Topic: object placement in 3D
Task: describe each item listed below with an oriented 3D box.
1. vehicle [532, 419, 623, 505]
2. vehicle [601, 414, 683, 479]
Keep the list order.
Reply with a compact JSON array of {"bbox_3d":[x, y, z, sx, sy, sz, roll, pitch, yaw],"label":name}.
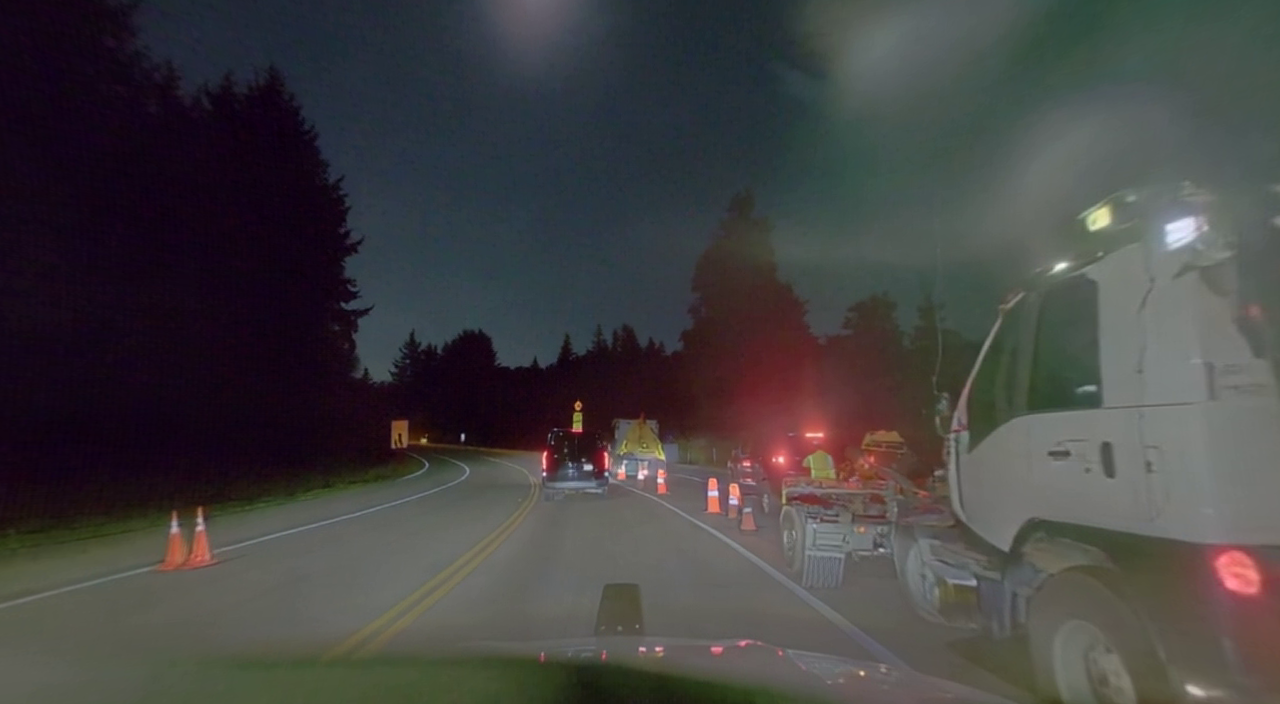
[{"bbox_3d":[-1.966,3.252,19.069,2.362,2.223,4.892,1,-9,-8],"label":"vehicle"},{"bbox_3d":[-0.151,5.459,36.864,3.126,3.310,8.534,1,-8,-11],"label":"vehicle"}]
